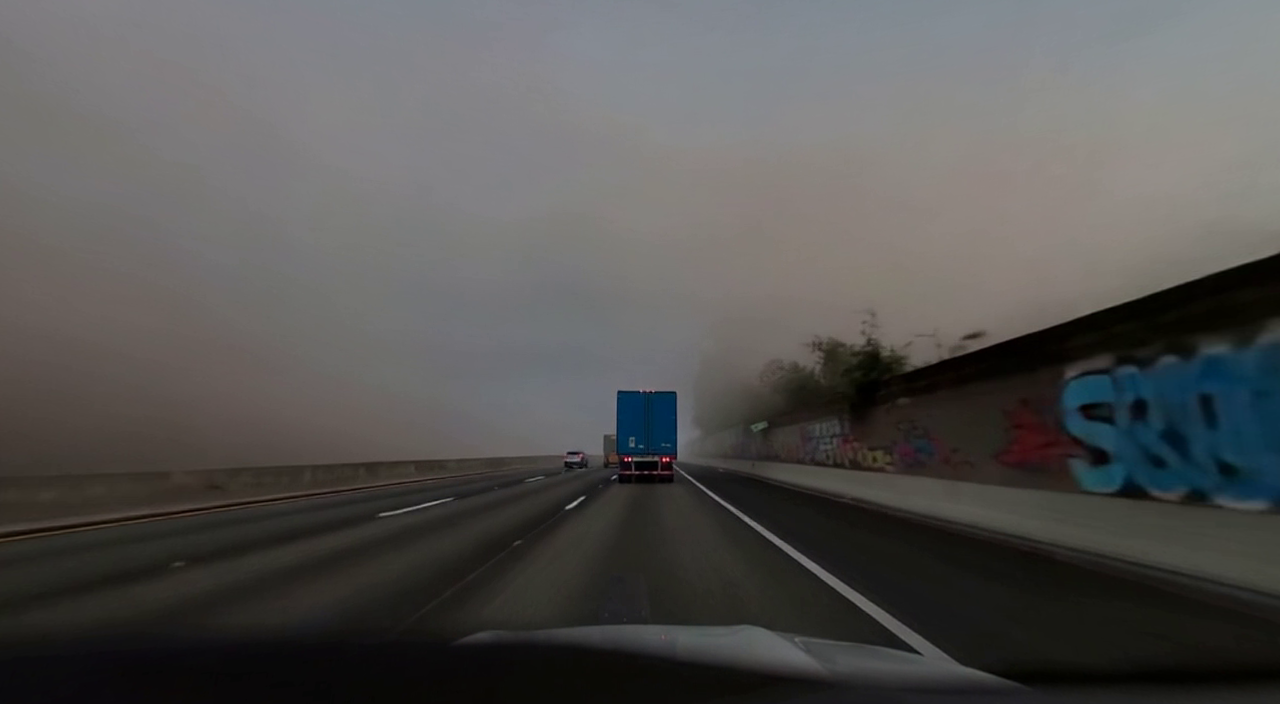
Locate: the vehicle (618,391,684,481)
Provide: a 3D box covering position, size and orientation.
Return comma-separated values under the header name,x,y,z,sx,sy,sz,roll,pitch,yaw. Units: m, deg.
name,x,y,z,sx,sy,sz,roll,pitch,yaw
vehicle,0.571,4.625,33.994,2.997,4.069,10.871,0,-9,1
